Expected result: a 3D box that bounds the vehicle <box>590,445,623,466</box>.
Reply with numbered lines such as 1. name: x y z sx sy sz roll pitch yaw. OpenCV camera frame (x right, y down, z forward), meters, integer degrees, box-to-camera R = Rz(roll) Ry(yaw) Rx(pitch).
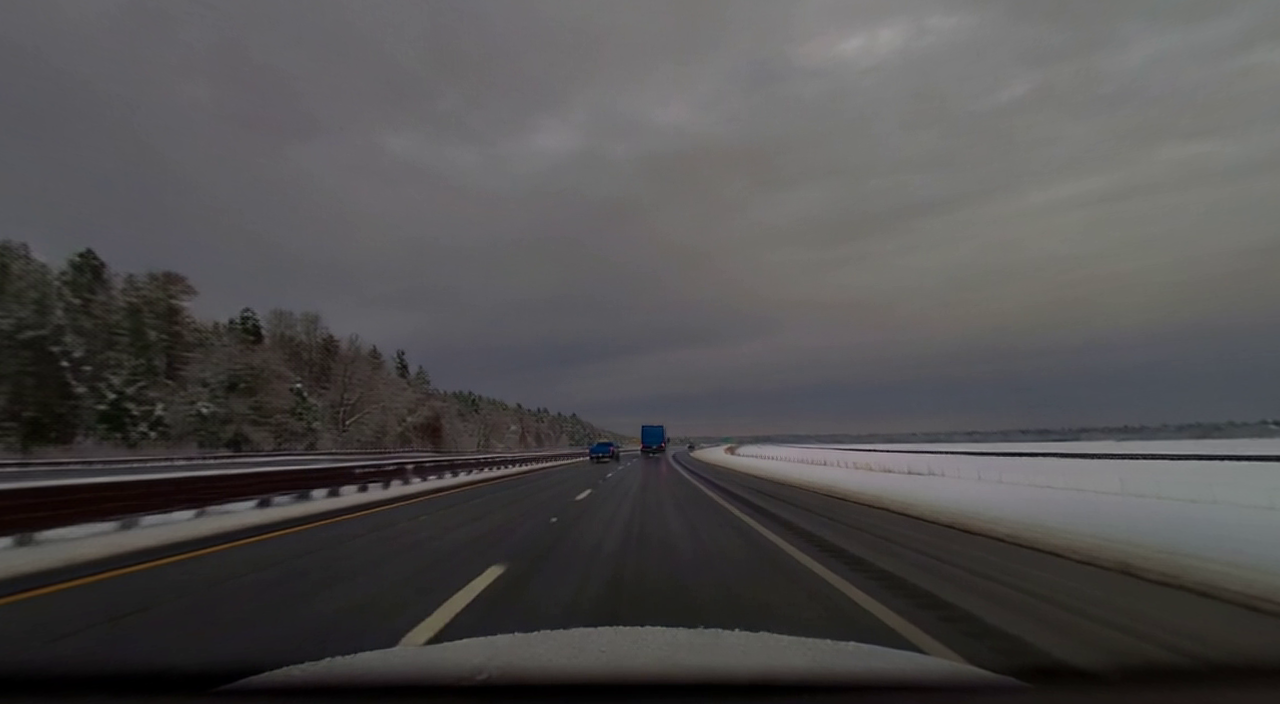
1. vehicle: -2.540 8.039 48.927 2.199 1.555 4.451 0 -9 2
